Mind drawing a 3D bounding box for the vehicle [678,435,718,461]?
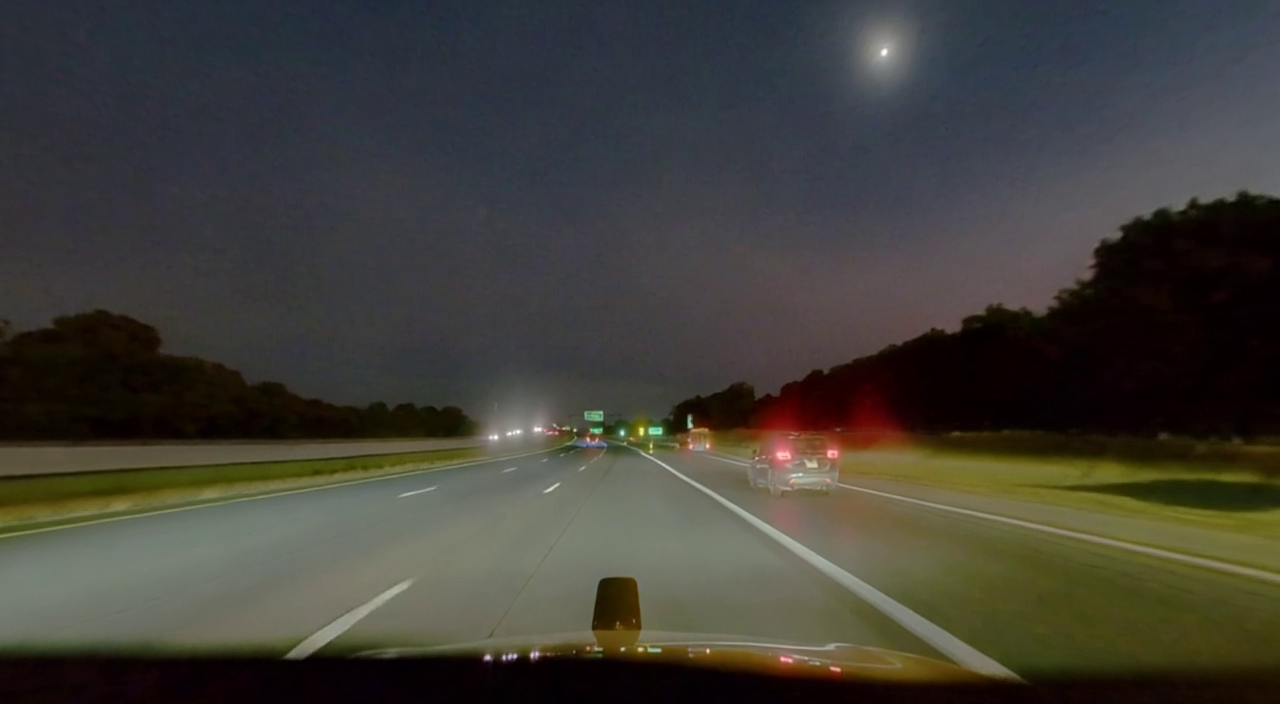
[{"bbox_3d":[3.788,6.351,41.953,2.084,1.614,4.762,0,-8,-1],"label":"vehicle"}]
